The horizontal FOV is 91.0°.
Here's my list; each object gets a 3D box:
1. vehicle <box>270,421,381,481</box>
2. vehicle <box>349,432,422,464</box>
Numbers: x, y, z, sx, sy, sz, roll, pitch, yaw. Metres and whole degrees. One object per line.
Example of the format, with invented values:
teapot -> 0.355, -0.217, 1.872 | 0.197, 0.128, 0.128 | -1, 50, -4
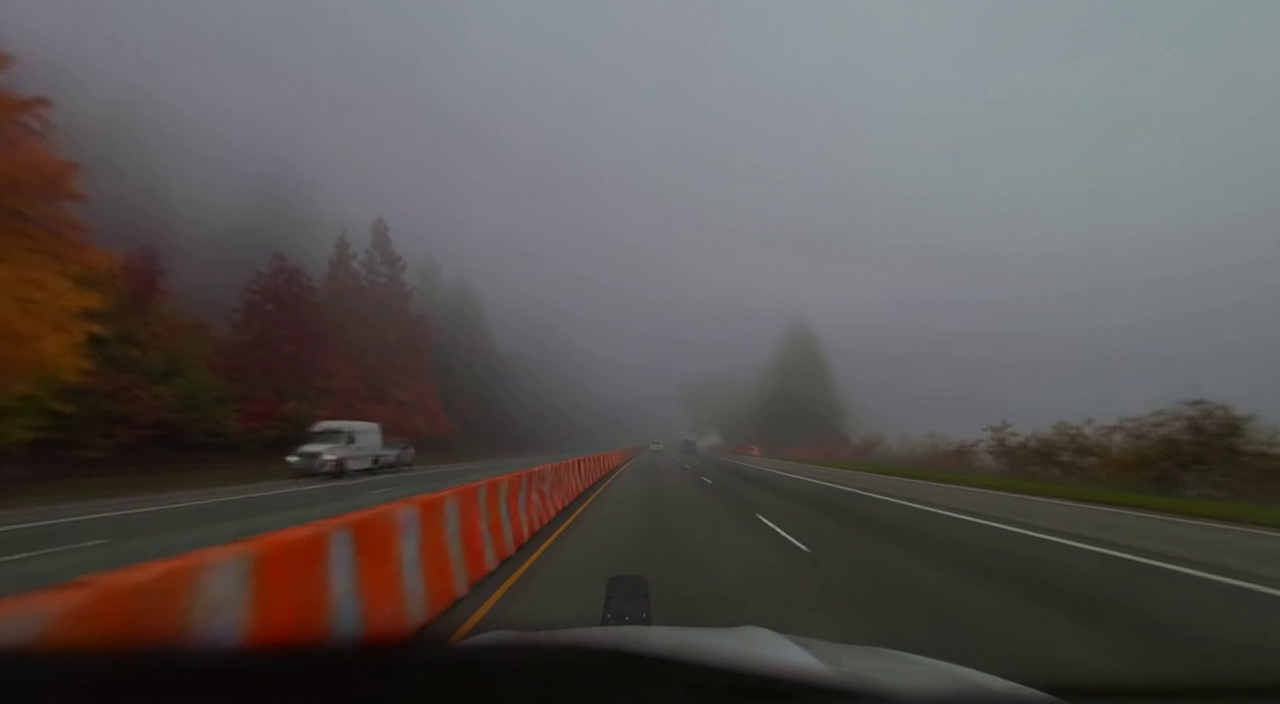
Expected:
vehicle -> -14.593, 4.641, 29.640 | 2.268, 2.551, 5.343 | 0, -8, 2
vehicle -> -14.507, 5.514, 36.190 | 1.984, 1.726, 4.775 | 0, -8, 3
